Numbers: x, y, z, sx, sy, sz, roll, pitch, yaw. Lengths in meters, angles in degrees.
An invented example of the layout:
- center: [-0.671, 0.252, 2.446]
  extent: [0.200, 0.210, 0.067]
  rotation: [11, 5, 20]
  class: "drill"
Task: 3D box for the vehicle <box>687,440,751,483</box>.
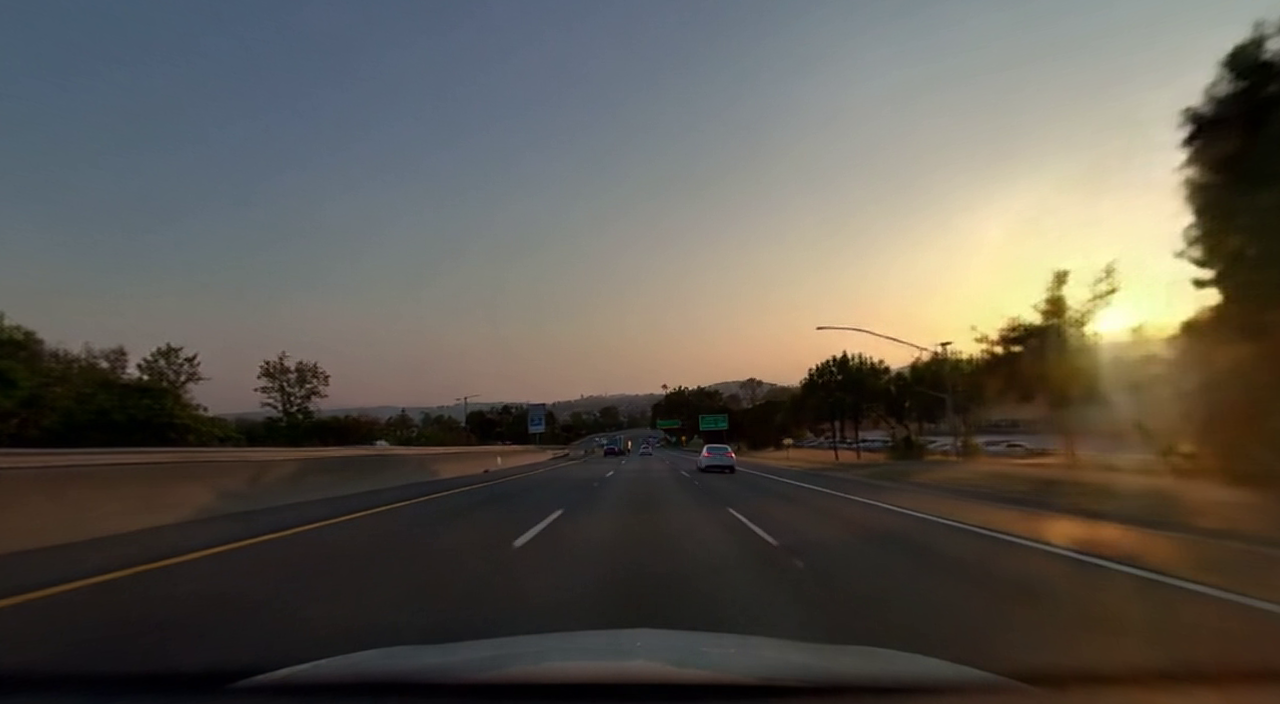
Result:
- center: [3.217, 4.583, 26.615]
  extent: [2.085, 1.594, 4.848]
  rotation: [0, -9, 0]
  class: "vehicle"
